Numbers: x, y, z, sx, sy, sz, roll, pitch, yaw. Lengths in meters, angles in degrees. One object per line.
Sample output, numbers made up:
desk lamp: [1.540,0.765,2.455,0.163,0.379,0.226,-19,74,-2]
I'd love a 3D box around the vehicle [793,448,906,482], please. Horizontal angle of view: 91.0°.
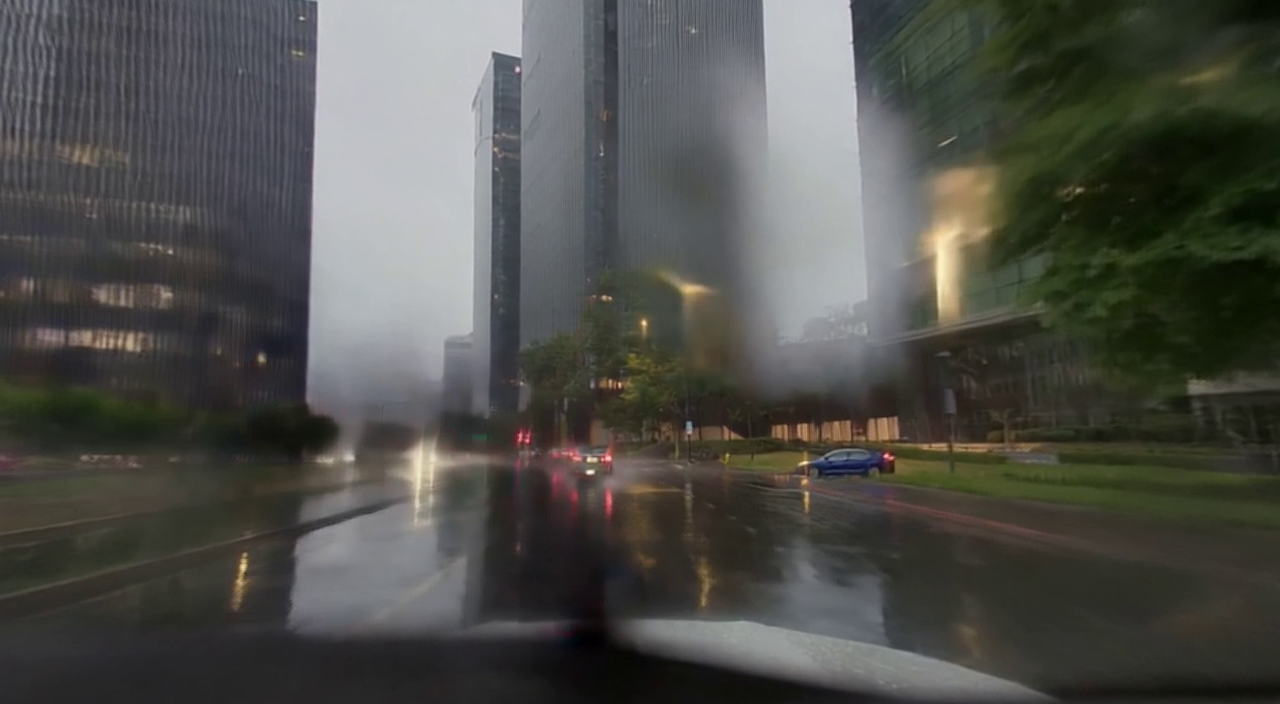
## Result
vehicle: [9.761,5.302,29.661,4.645,1.505,2.100,-1,-9,4]

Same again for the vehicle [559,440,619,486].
vehicle: [-2.034,4.428,25.385,2.183,1.675,4.319,1,-9,-4]
